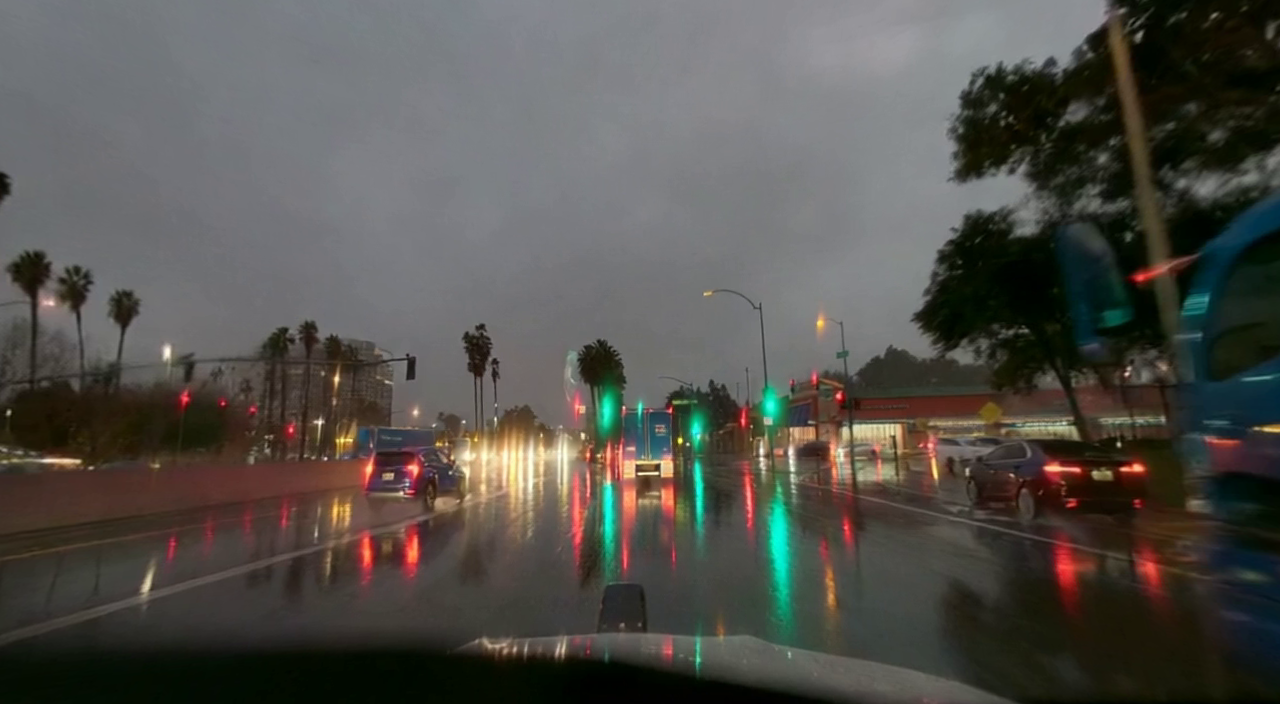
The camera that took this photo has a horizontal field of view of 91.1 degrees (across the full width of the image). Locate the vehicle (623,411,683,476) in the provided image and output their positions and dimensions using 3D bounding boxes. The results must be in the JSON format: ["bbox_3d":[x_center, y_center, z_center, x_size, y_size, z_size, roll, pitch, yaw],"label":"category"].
[{"bbox_3d":[0.716,5.056,34.713,2.993,3.235,6.692,0,-9,1],"label":"vehicle"}]

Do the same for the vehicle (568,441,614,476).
[{"bbox_3d":[-2.692,6.011,35.703,2.178,1.826,4.933,0,-9,1],"label":"vehicle"}]

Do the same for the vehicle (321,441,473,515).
[{"bbox_3d":[-6.042,3.159,16.362,2.045,1.630,4.680,0,-9,1],"label":"vehicle"}]

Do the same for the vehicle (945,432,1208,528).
[{"bbox_3d":[7.989,2.358,12.201,1.961,1.502,4.541,0,-9,2],"label":"vehicle"}]

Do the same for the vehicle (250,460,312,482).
[{"bbox_3d":[-27.607,9.178,48.441,1.969,1.487,4.512,0,-9,2],"label":"vehicle"}]
